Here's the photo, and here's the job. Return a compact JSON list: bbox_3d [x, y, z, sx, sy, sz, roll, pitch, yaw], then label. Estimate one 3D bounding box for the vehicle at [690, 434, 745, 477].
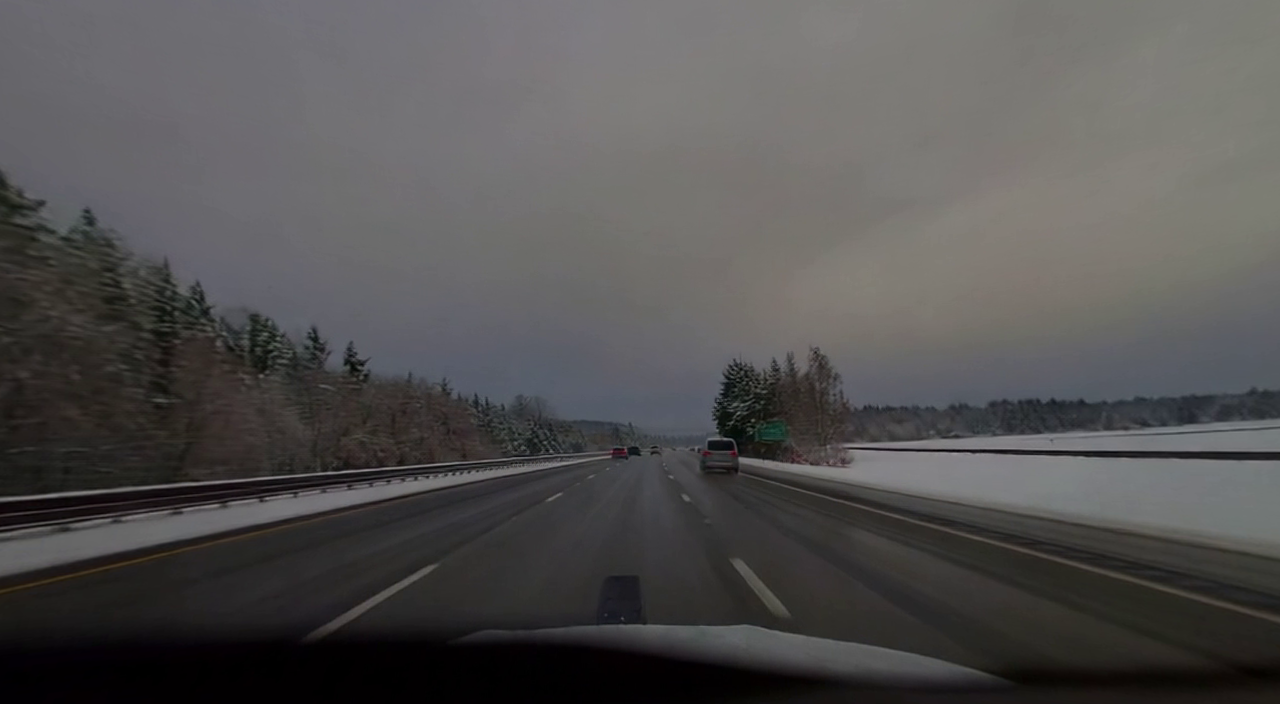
[{"bbox_3d":[3.869,5.317,32.422,2.219,2.033,4.911,0,-9,1],"label":"vehicle"}]
